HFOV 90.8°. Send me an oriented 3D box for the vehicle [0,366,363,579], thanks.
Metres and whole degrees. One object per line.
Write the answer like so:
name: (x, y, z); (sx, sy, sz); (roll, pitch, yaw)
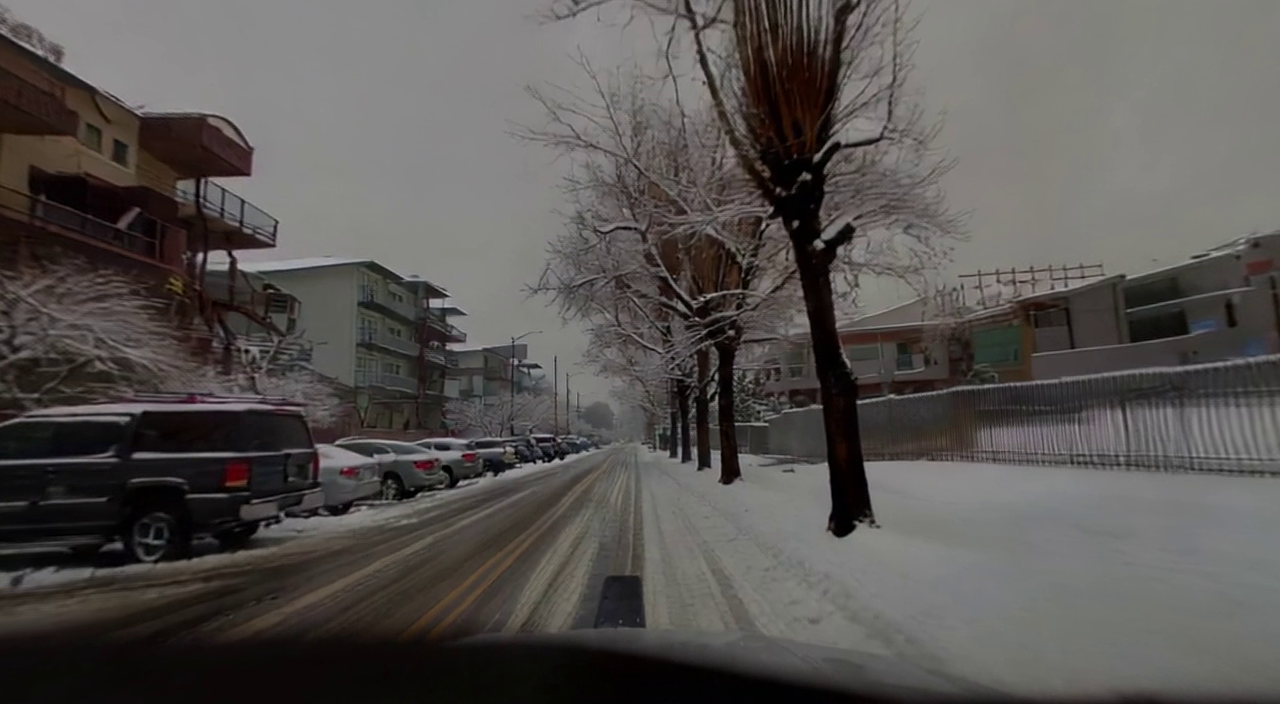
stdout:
vehicle: (-7.196, 1.566, 8.621); (5.592, 2.439, 2.515); (0, -9, -1)
